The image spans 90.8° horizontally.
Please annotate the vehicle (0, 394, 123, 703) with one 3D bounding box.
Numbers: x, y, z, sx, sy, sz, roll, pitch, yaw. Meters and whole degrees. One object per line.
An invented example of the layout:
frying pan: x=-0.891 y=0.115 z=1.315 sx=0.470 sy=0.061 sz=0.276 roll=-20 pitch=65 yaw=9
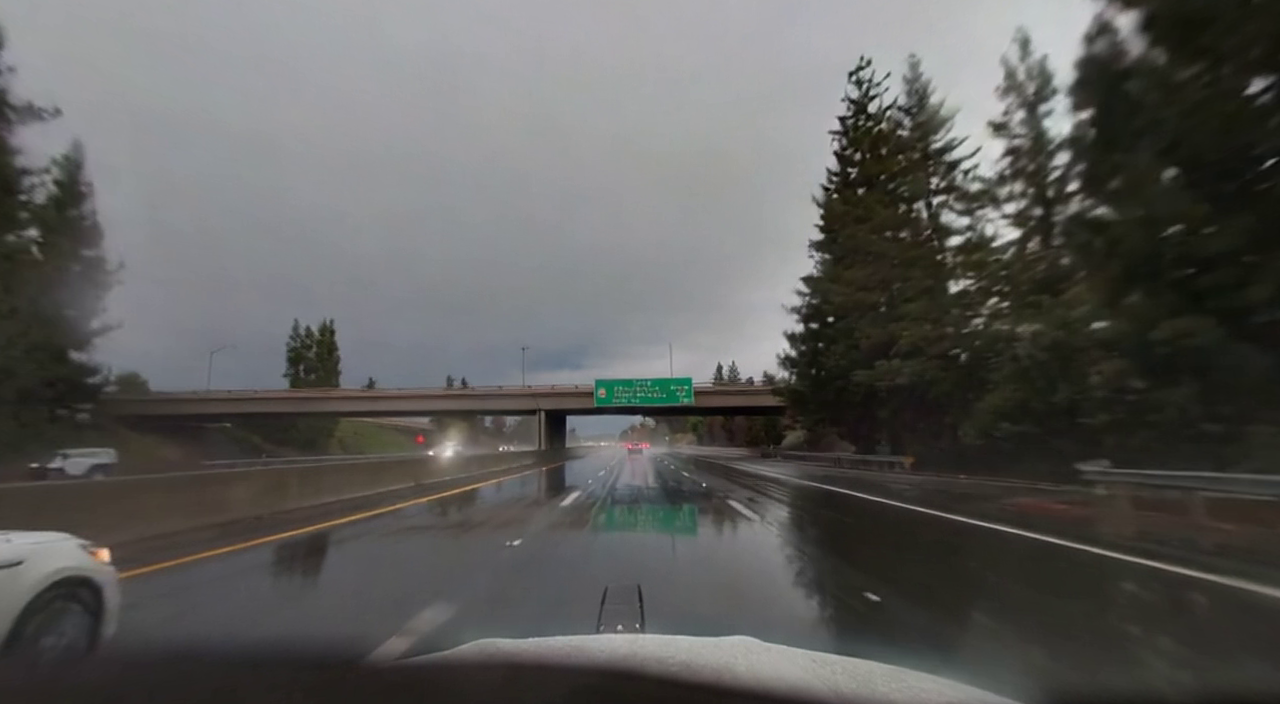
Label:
vehicle: x=-3.653 y=0.719 z=1.003 sx=2.050 sy=1.547 sz=4.266 roll=0 pitch=-9 yaw=0
